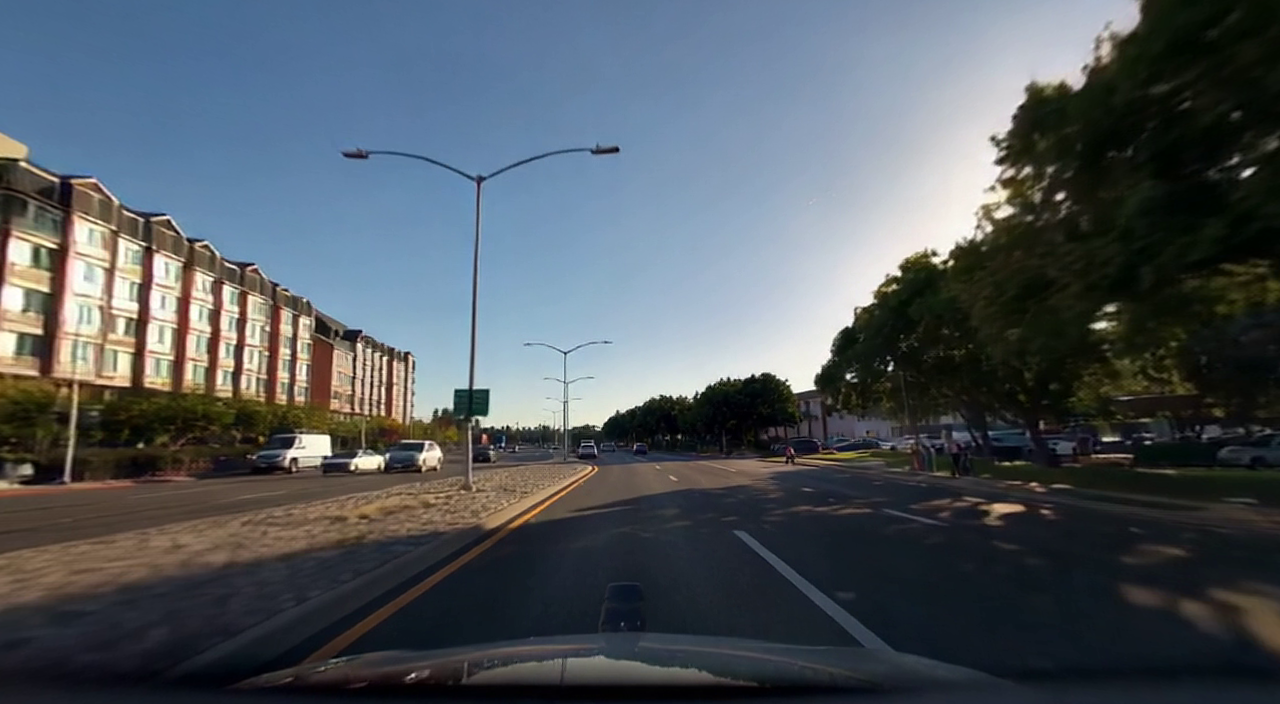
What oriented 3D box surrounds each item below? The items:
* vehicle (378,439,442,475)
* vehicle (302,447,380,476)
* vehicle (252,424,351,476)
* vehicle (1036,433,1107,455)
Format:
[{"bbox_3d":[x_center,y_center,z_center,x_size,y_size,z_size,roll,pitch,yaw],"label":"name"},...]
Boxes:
[{"bbox_3d":[-12.777,5.842,35.410,1.816,1.843,4.863,0,-8,-2],"label":"vehicle"},{"bbox_3d":[-16.324,5.994,34.813,2.206,1.483,4.526,0,-8,-2],"label":"vehicle"},{"bbox_3d":[-20.694,6.045,39.109,2.601,2.866,6.588,0,-9,-2],"label":"vehicle"},{"bbox_3d":[31.136,6.634,45.584,4.313,1.549,1.851,3,-9,-18],"label":"vehicle"}]
